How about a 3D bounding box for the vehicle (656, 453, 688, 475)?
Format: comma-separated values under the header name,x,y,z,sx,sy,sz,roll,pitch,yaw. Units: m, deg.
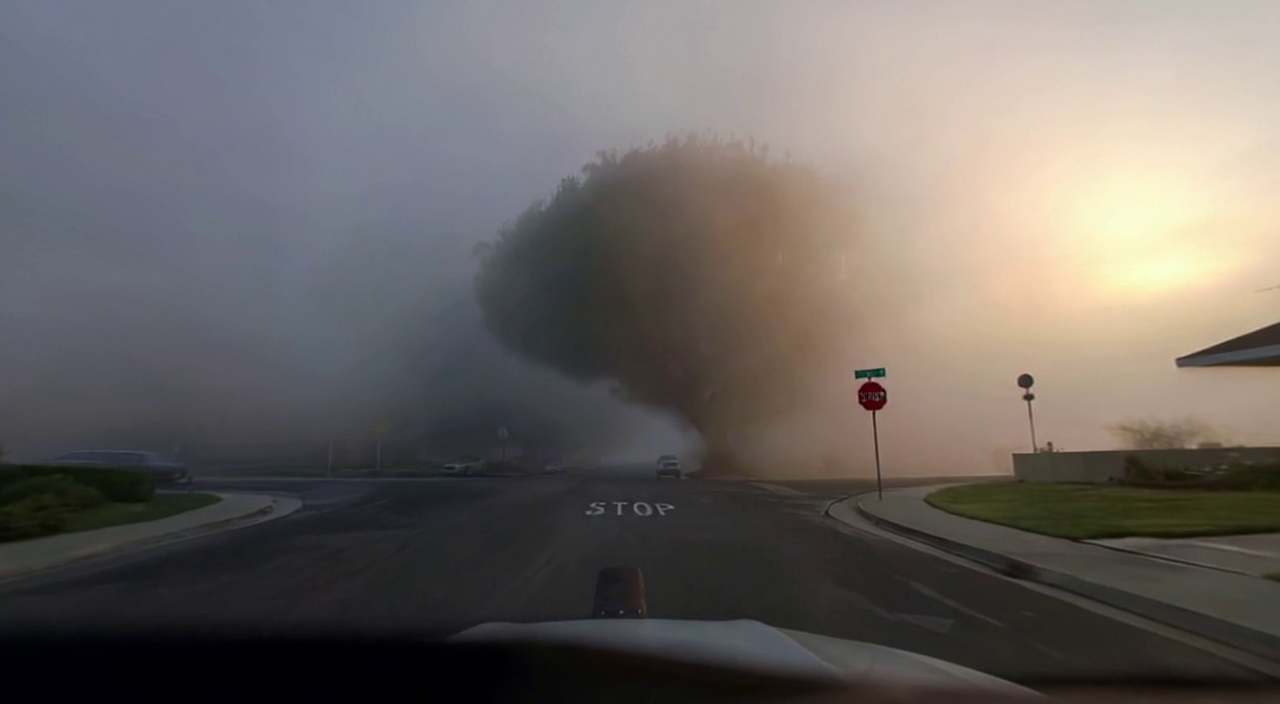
name,x,y,z,sx,sy,sz,roll,pitch,yaw
vehicle,2.254,7.974,45.301,2.046,1.465,3.940,0,-9,-1
